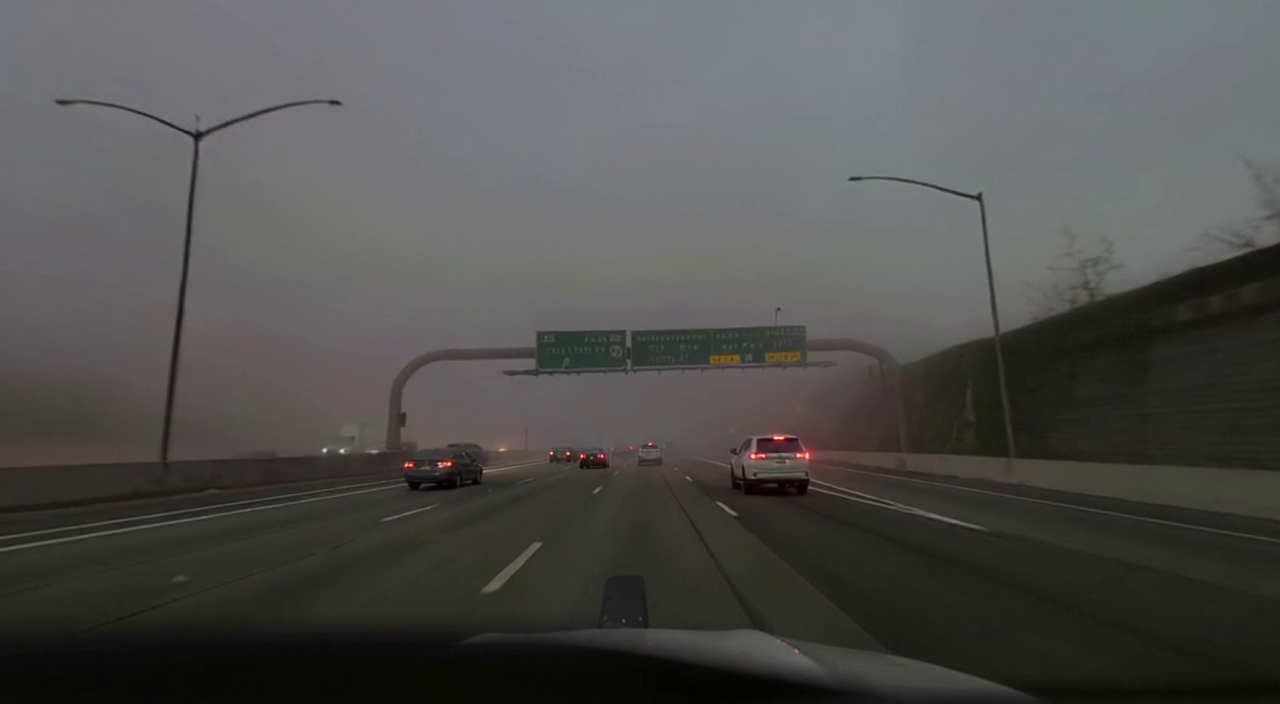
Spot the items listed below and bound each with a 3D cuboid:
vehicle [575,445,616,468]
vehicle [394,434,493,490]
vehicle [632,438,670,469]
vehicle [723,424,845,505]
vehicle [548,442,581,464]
[{"bbox_3d":[-2.767,6.701,40.585,2.205,1.406,4.286,0,-8,2],"label":"vehicle"},{"bbox_3d":[-6.463,3.634,21.240,1.946,1.688,4.019,0,-8,1],"label":"vehicle"},{"bbox_3d":[0.668,6.048,37.759,2.133,1.739,3.925,0,-8,2],"label":"vehicle"},{"bbox_3d":[3.574,2.894,16.684,2.083,1.823,4.627,0,-8,-1],"label":"vehicle"},{"bbox_3d":[-5.853,7.905,49.385,1.992,1.604,3.966,0,-8,1],"label":"vehicle"}]
